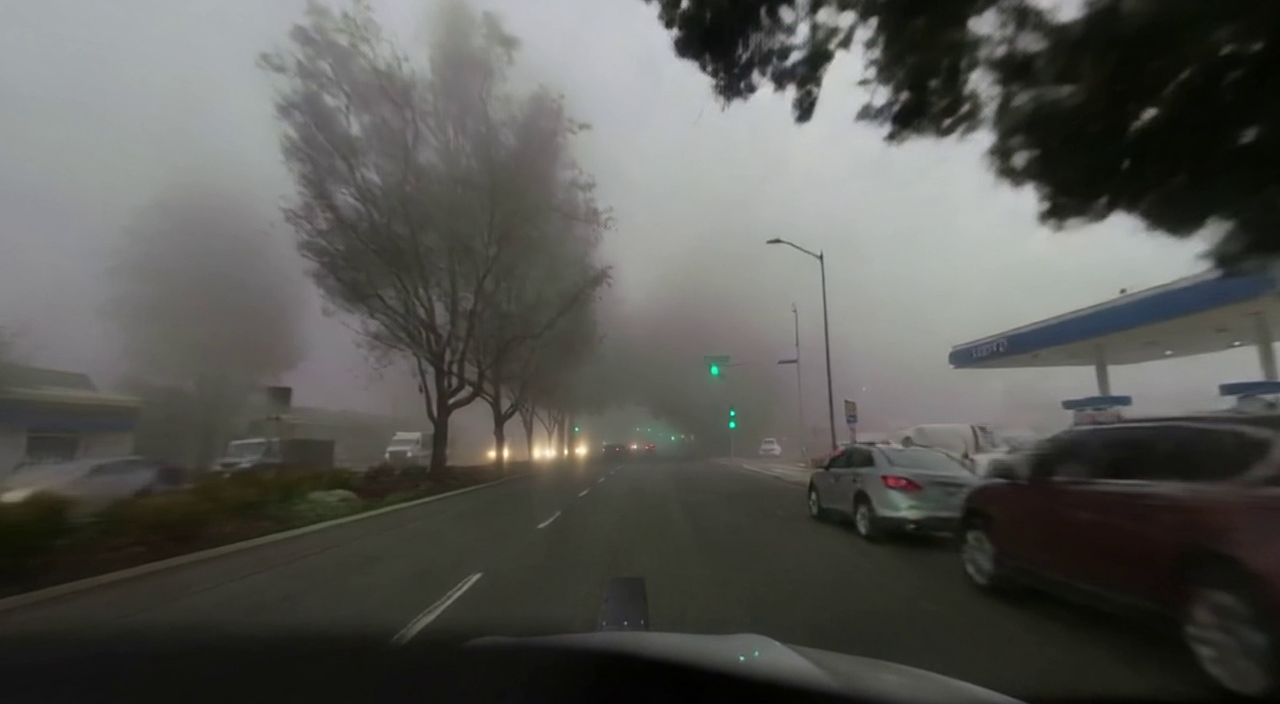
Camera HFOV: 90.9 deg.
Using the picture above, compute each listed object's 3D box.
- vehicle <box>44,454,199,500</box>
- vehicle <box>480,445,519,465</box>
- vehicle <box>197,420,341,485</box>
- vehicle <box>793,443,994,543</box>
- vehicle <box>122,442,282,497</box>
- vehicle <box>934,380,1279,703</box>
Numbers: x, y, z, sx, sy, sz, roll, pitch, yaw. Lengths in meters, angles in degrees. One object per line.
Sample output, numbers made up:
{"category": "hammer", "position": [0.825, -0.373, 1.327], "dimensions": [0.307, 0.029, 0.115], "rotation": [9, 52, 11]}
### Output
{"category": "vehicle", "position": [-18.883, 4.539, 23.292], "dimensions": [1.817, 1.460, 4.524], "rotation": [0, -9, 1]}
{"category": "vehicle", "position": [-10.956, 8.033, 49.452], "dimensions": [1.860, 1.495, 4.409], "rotation": [0, -9, 2]}
{"category": "vehicle", "position": [-18.693, 5.130, 32.475], "dimensions": [2.837, 2.953, 7.214], "rotation": [0, -9, 2]}
{"category": "vehicle", "position": [4.200, 2.384, 11.429], "dimensions": [1.963, 1.411, 4.637], "rotation": [-1, -9, 3]}
{"category": "vehicle", "position": [-14.508, 3.881, 21.290], "dimensions": [1.977, 1.619, 4.612], "rotation": [0, -9, 1]}
{"category": "vehicle", "position": [4.309, 1.224, 4.594], "dimensions": [2.179, 1.709, 4.512], "rotation": [0, -9, 1]}
